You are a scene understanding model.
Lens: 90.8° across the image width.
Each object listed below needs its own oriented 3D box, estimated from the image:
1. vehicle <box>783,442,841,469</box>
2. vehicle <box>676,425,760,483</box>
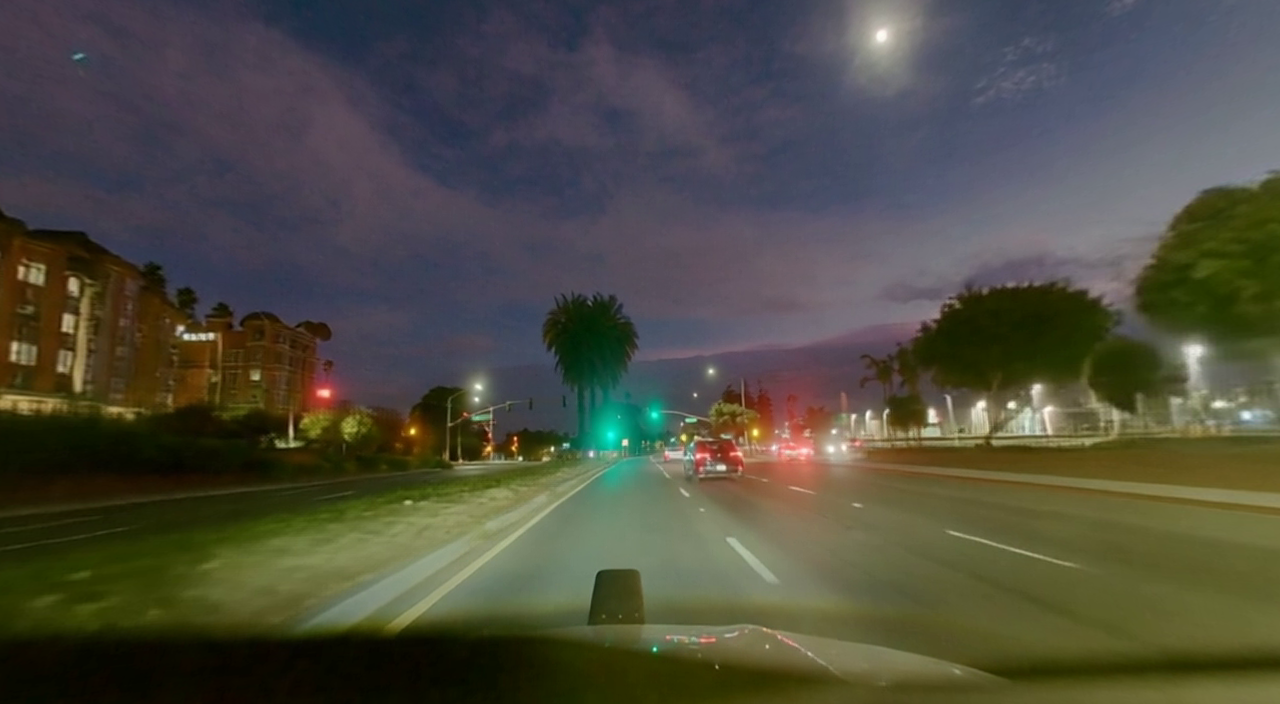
[{"bbox_3d":[10.099,6.102,37.510,1.989,1.472,5.054,0,-9,-1],"label":"vehicle"},{"bbox_3d":[2.865,3.962,24.768,2.559,2.017,5.562,0,-8,-1],"label":"vehicle"}]
